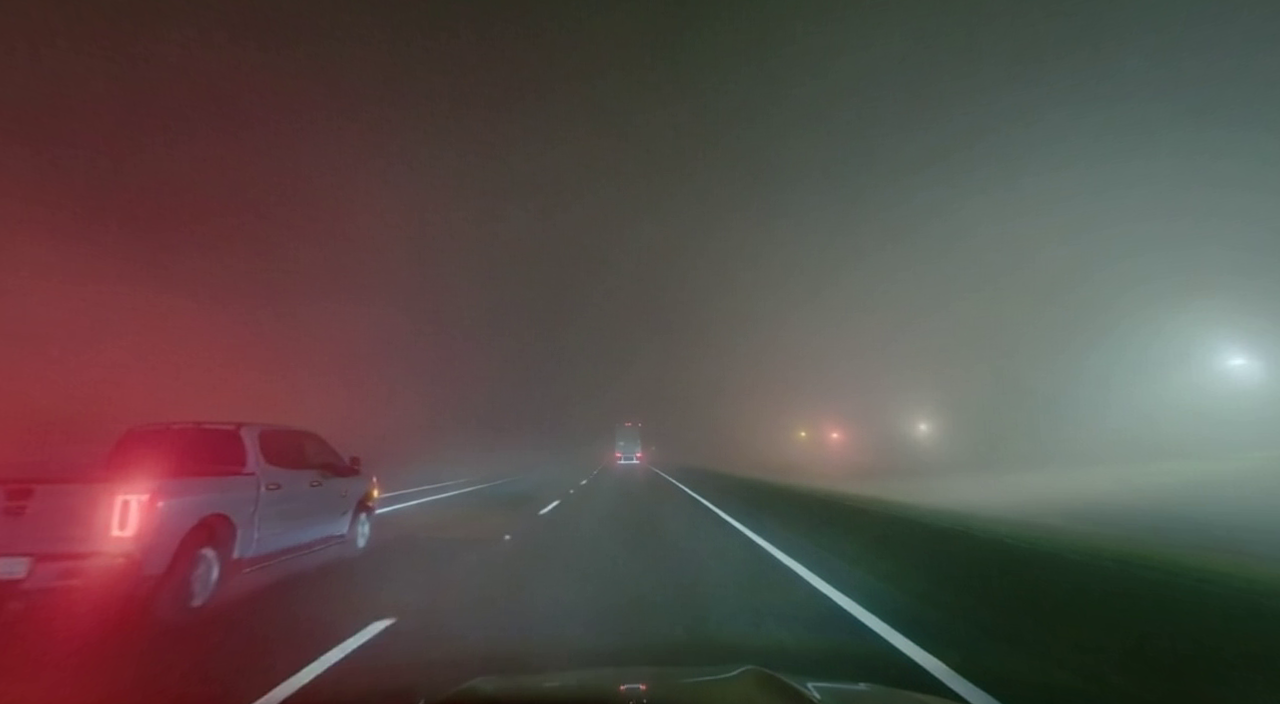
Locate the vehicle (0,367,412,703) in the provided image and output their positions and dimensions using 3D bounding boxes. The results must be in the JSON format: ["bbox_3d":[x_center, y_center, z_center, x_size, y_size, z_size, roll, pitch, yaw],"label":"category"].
[{"bbox_3d":[-3.846,1.259,5.191,2.181,1.653,4.691,0,-9,-1],"label":"vehicle"}]

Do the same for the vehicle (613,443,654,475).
[{"bbox_3d":[-0.408,6.183,36.433,2.230,1.715,4.243,0,-9,-1],"label":"vehicle"}]
